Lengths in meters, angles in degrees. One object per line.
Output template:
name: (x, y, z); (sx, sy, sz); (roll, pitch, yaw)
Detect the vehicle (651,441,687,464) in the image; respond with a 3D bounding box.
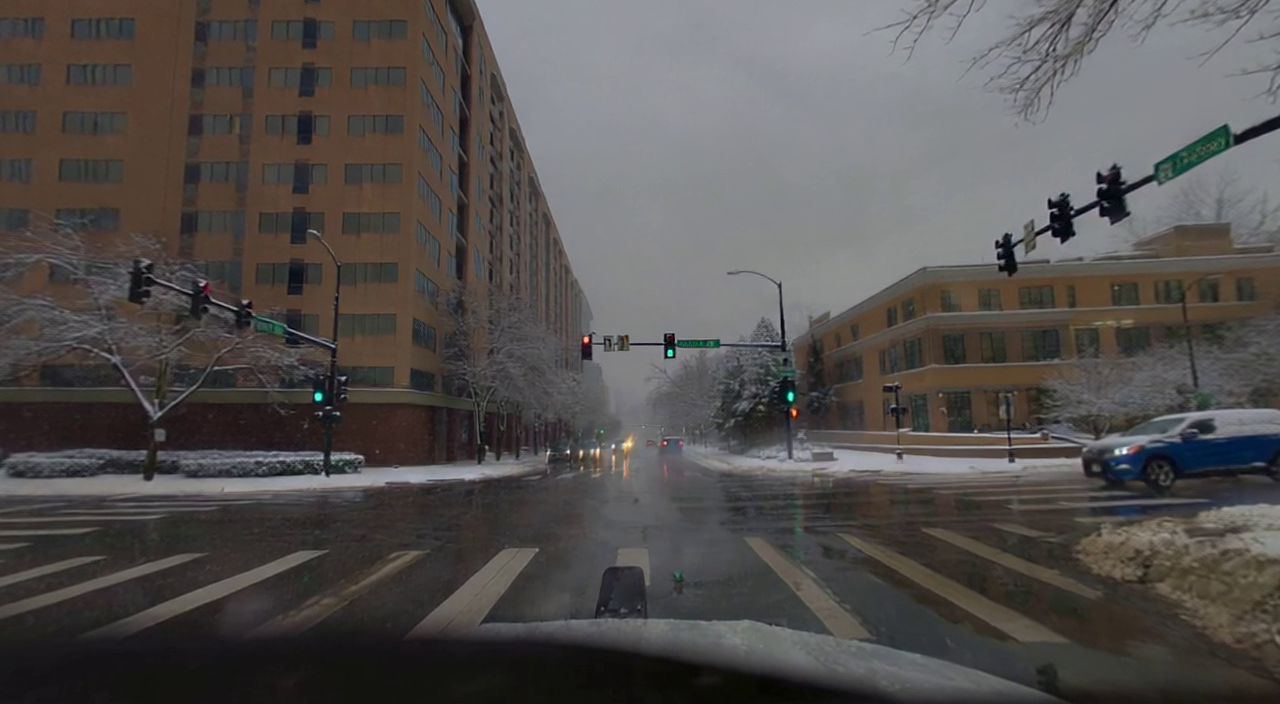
vehicle: (1.974, 6.996, 43.946); (2.039, 1.470, 4.355); (0, -8, -3)

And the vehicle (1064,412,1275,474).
vehicle: (16.926, 2.939, 20.400); (4.802, 1.860, 2.146); (0, -8, 0)
